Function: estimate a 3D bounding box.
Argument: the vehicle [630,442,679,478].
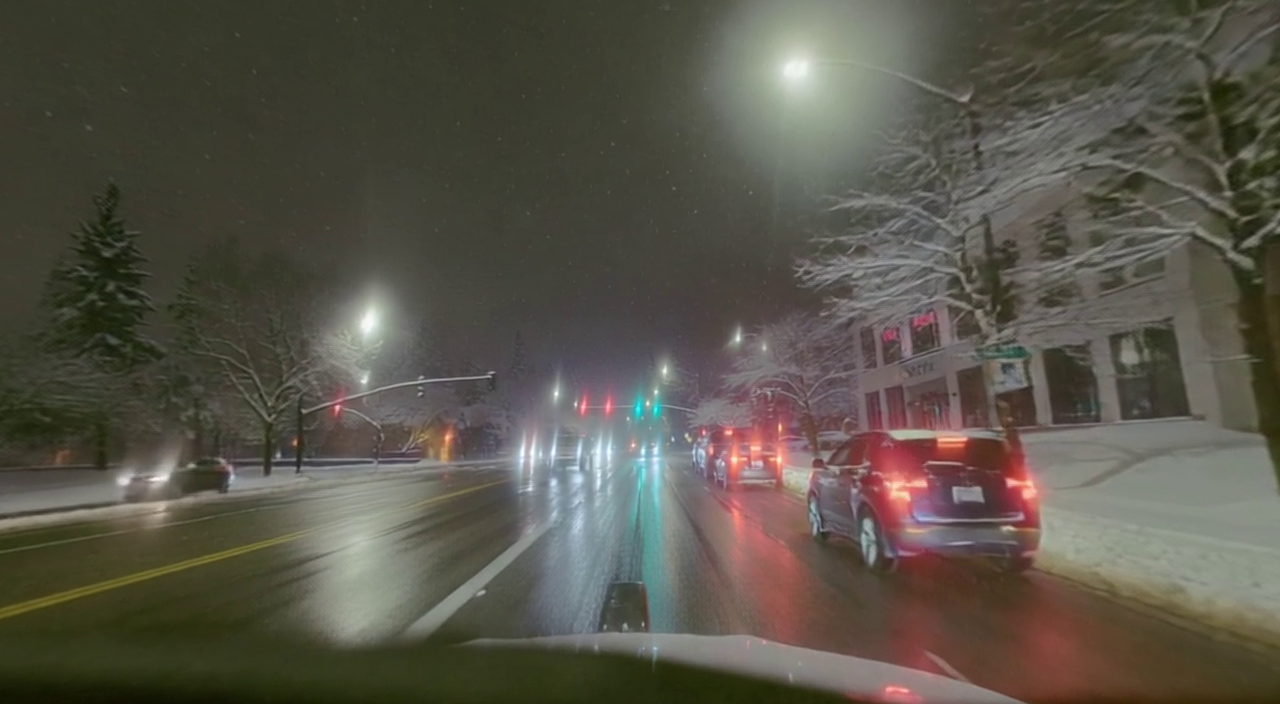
[{"bbox_3d":[0.607,4.714,27.749,1.971,1.433,3.923,0,-8,1],"label":"vehicle"}]

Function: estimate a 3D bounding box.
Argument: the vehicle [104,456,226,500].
[{"bbox_3d":[-22.402,5.920,30.053,2.025,1.802,4.848,0,-8,0],"label":"vehicle"}]

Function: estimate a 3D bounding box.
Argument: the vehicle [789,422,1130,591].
[{"bbox_3d":[3.338,1.692,7.801,1.948,1.474,4.360,0,-8,0],"label":"vehicle"}]

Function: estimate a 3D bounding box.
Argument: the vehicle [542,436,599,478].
[{"bbox_3d":[-3.084,4.767,28.848,2.023,1.720,4.452,0,-8,1],"label":"vehicle"}]

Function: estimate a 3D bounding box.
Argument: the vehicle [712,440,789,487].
[{"bbox_3d":[3.746,3.860,22.177,1.913,1.463,4.198,0,-8,-1],"label":"vehicle"}]
